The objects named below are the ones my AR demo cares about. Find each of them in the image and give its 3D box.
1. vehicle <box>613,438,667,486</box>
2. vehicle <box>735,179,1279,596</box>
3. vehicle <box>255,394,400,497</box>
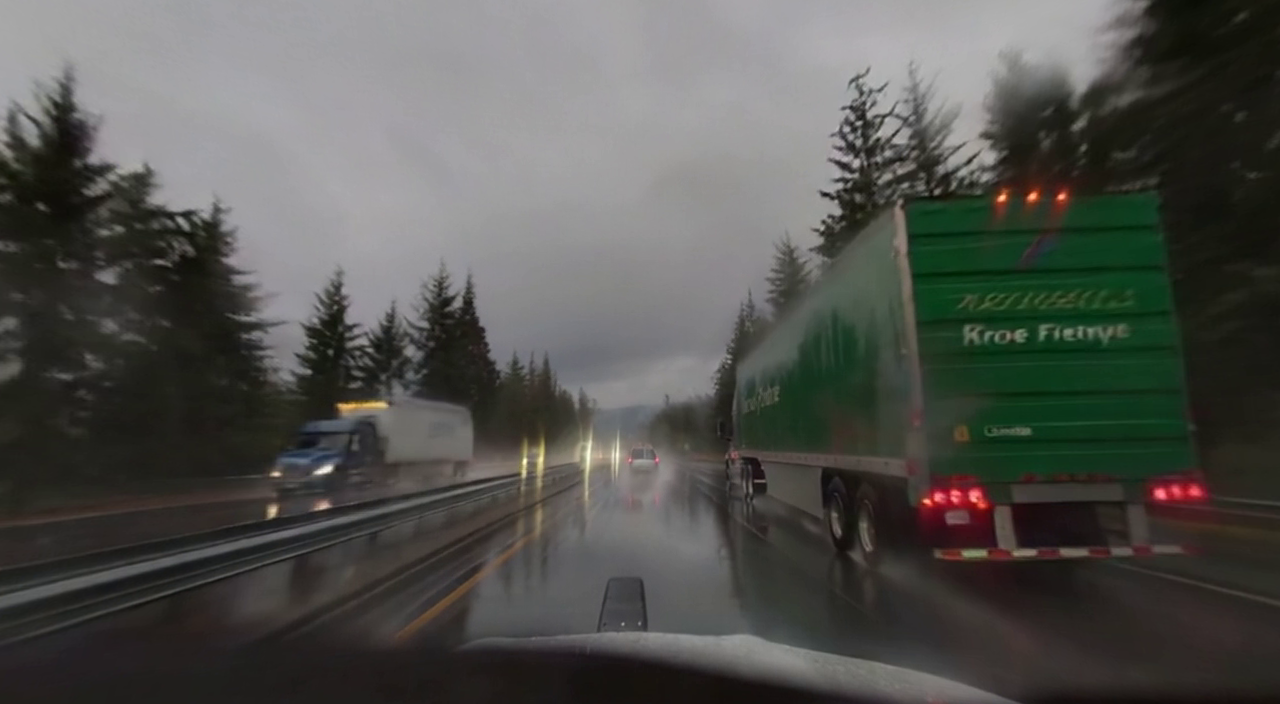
[{"bbox_3d":[0.015,4.618,26.773,2.105,1.865,4.102,0,-9,0],"label":"vehicle"},{"bbox_3d":[4.354,1.213,12.274,3.030,3.985,12.707,0,-9,0],"label":"vehicle"},{"bbox_3d":[-13.161,4.050,27.240,3.089,3.941,5.838,0,-9,0],"label":"vehicle"}]
